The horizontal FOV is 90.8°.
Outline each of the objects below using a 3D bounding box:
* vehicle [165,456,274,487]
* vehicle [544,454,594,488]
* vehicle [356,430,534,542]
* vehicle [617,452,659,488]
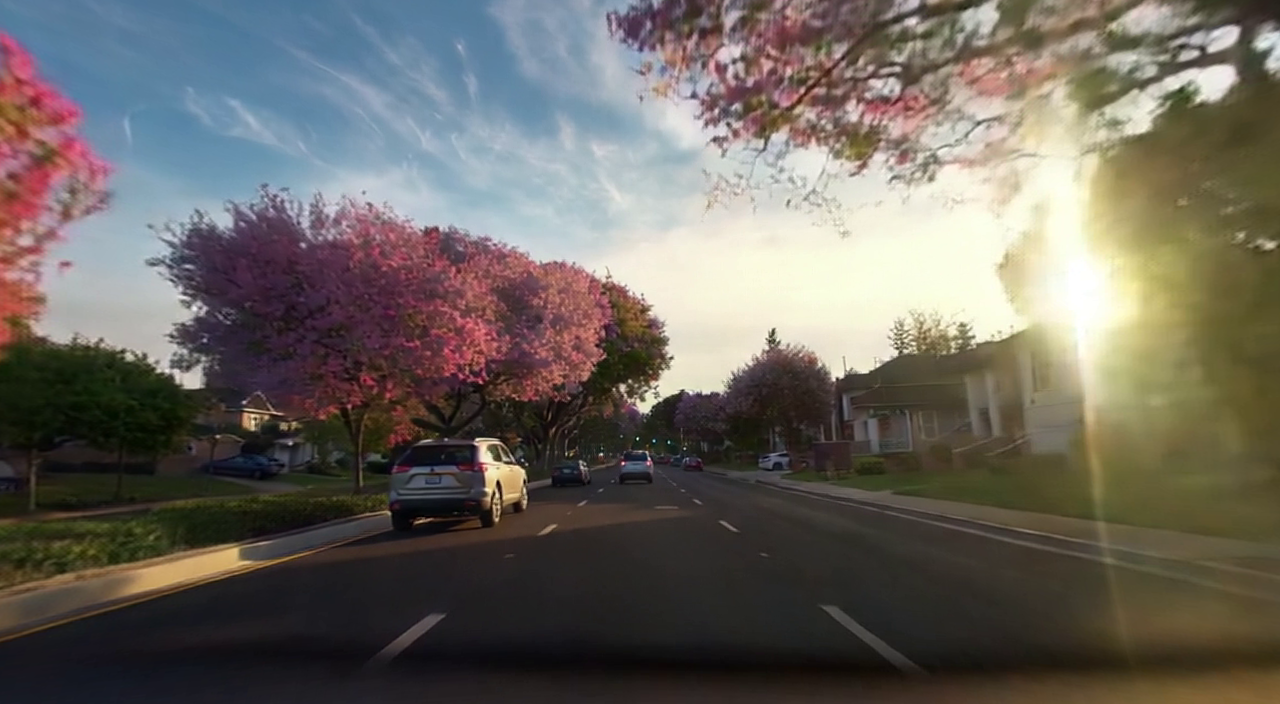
[{"bbox_3d":[-28.626,8.117,43.284,5.692,1.926,2.274,3,-9,-18],"label":"vehicle"},{"bbox_3d":[-3.613,6.162,32.926,2.066,1.565,3.905,0,-8,2],"label":"vehicle"},{"bbox_3d":[-3.778,2.672,13.364,2.161,1.919,4.798,0,-8,1],"label":"vehicle"},{"bbox_3d":[-0.083,5.894,31.870,1.997,1.636,3.760,0,-8,0],"label":"vehicle"}]
